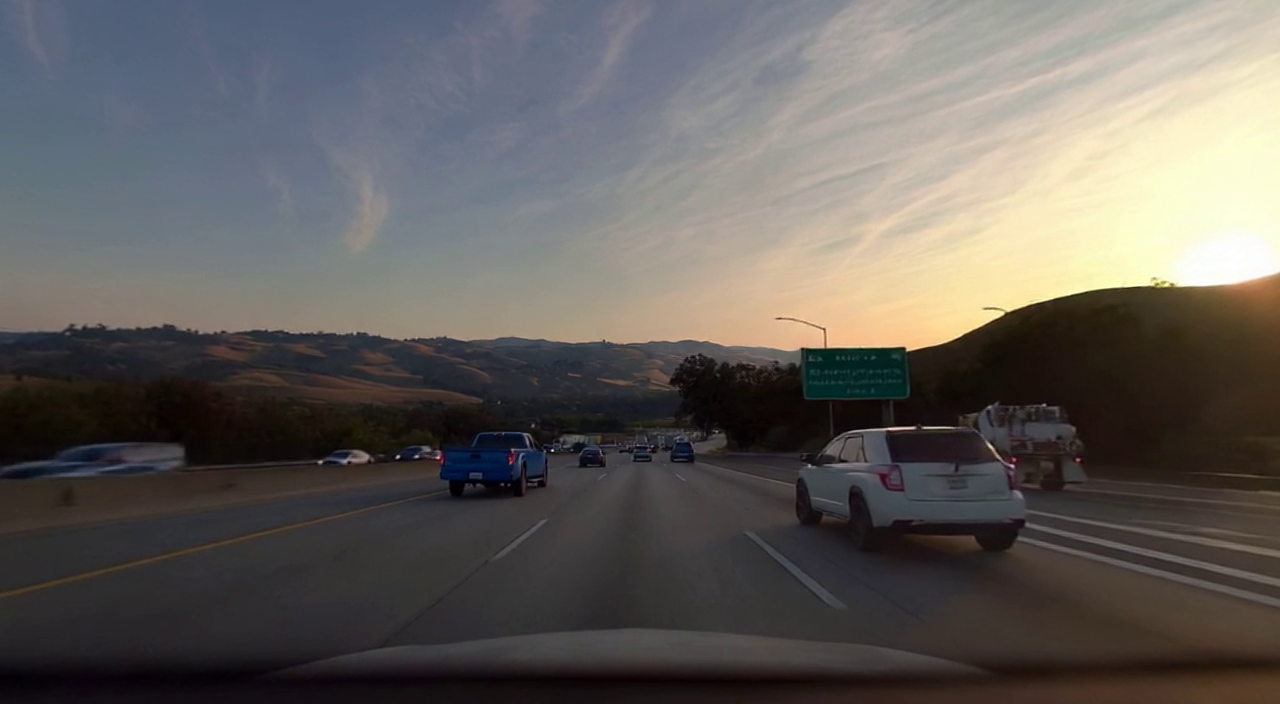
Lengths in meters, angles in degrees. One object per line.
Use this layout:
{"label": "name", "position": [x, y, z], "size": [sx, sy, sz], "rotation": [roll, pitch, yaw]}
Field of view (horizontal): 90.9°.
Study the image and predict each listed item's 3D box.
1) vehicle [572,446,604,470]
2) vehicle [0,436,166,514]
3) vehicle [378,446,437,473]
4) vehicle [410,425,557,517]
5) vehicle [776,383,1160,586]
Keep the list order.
{"label": "vehicle", "position": [-4.027, 8.287, 49.535], "size": [2.235, 1.785, 4.386], "rotation": [0, -8, -1]}
{"label": "vehicle", "position": [-13.199, 2.679, 14.221], "size": [1.767, 1.477, 4.081], "rotation": [0, -8, 1]}
{"label": "vehicle", "position": [-18.112, 8.386, 49.511], "size": [2.258, 1.967, 6.142], "rotation": [0, -8, 0]}
{"label": "vehicle", "position": [-3.571, 2.826, 15.608], "size": [2.227, 1.853, 5.161], "rotation": [0, -8, 1]}
{"label": "vehicle", "position": [3.784, 1.686, 8.979], "size": [2.424, 1.952, 5.611], "rotation": [0, -8, 0]}
